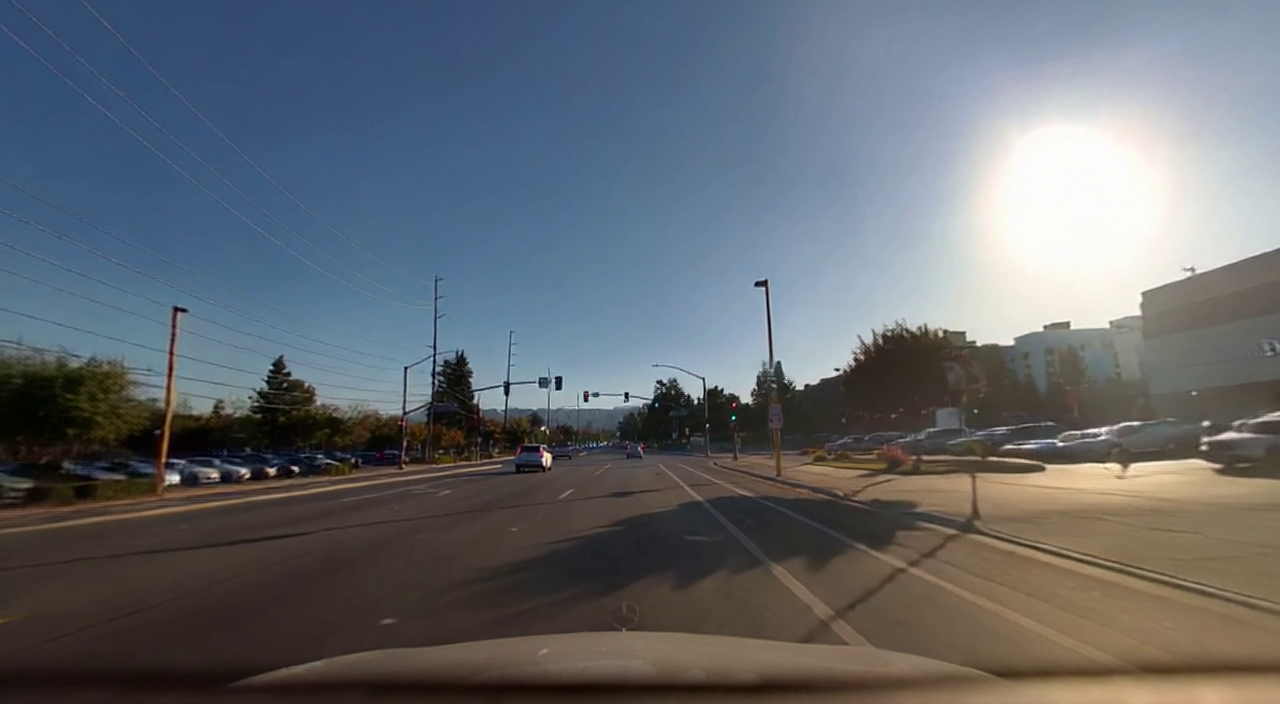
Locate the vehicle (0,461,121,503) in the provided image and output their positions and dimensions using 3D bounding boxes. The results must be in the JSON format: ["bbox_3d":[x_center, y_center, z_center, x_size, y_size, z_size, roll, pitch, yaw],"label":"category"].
[{"bbox_3d":[-24.553,5.317,25.986,4.644,1.607,1.900,0,-8,0],"label":"vehicle"}]

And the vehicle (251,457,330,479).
[{"bbox_3d":[-24.809,8.230,44.984,4.403,1.465,1.928,0,-9,-3],"label":"vehicle"}]

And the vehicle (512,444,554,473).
[{"bbox_3d":[-5.816,5.806,34.689,1.928,1.451,4.219,0,-9,-5],"label":"vehicle"}]

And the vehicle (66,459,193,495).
[{"bbox_3d":[-24.608,6.009,30.570,4.435,1.613,1.928,0,-8,1],"label":"vehicle"}]
